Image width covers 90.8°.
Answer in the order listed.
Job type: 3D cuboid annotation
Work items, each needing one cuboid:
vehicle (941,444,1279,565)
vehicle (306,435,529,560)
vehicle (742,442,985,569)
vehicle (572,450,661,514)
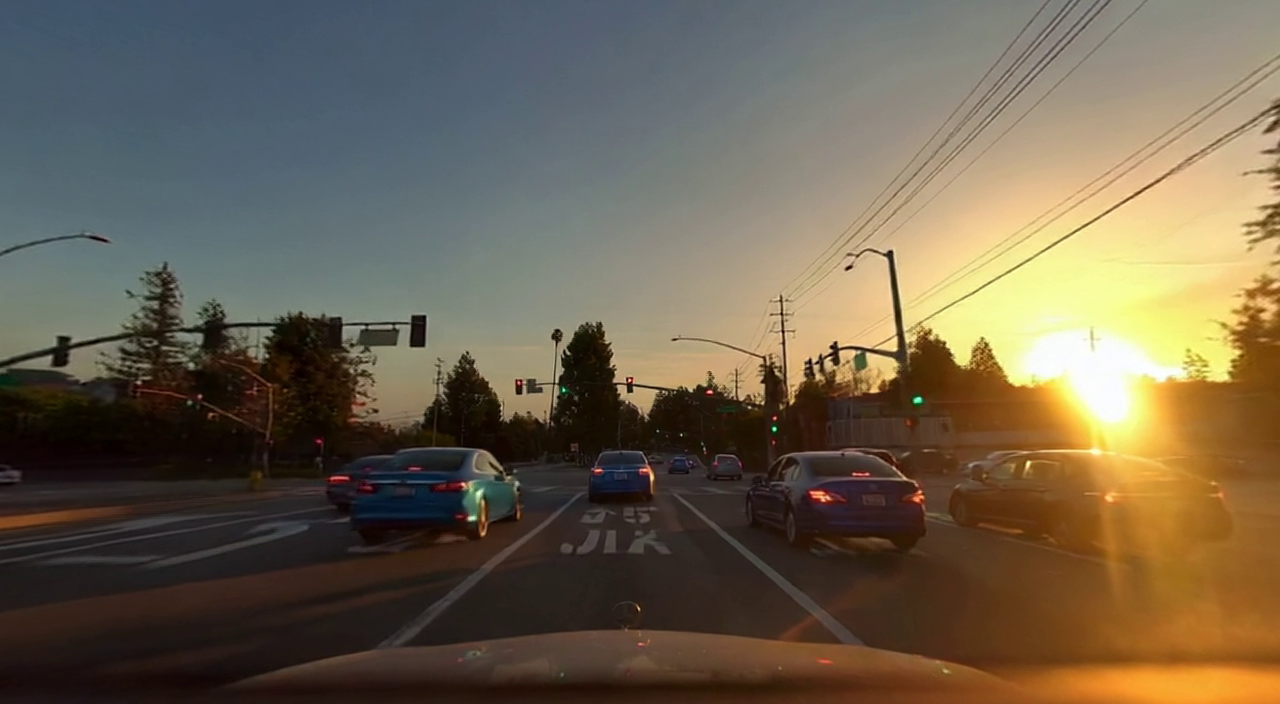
[{"bbox_3d":[6.872,2.209,9.997,2.004,1.455,4.417,0,-9,-1],"label":"vehicle"},{"bbox_3d":[-3.283,2.229,10.441,2.073,1.606,4.364,0,-9,0],"label":"vehicle"},{"bbox_3d":[3.056,2.185,9.865,2.053,1.490,4.464,0,-9,-2],"label":"vehicle"},{"bbox_3d":[-0.555,3.344,16.792,2.065,1.464,4.216,0,-9,0],"label":"vehicle"}]
